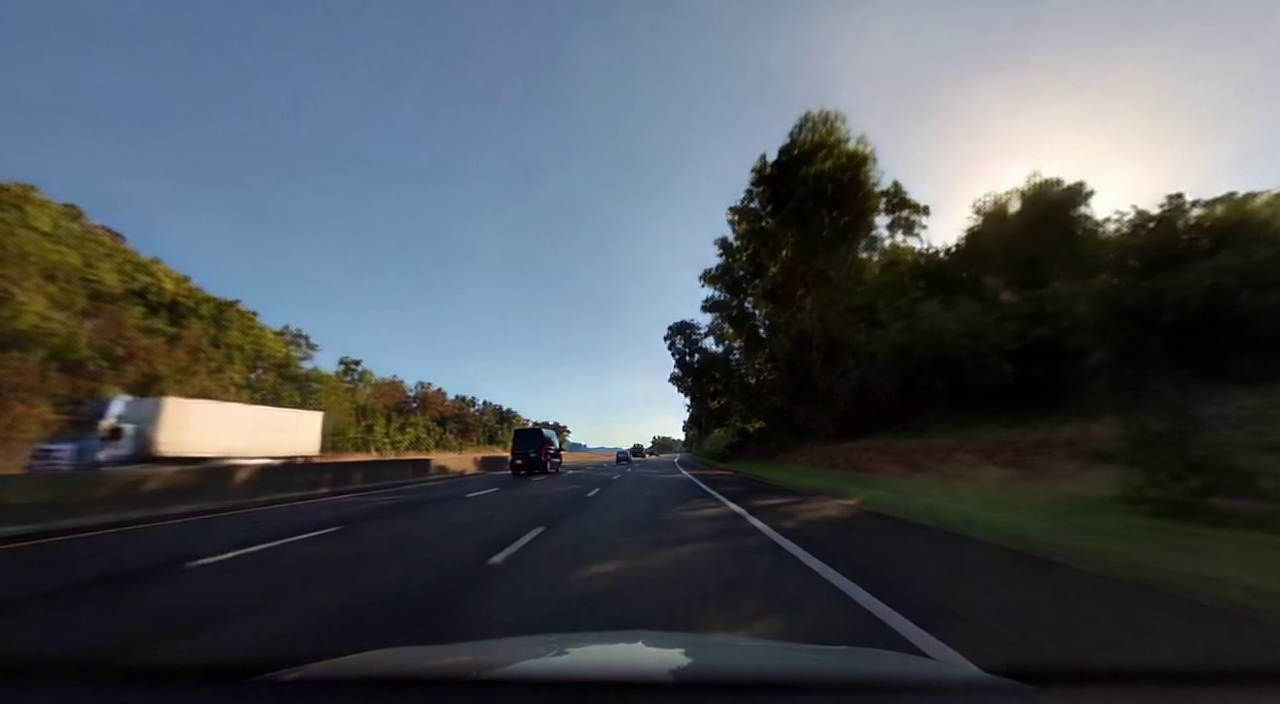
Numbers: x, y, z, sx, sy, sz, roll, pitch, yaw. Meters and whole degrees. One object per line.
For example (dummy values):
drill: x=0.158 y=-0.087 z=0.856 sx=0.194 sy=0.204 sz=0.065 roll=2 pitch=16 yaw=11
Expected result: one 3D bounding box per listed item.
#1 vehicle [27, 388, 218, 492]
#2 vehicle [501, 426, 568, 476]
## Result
vehicle: x=-22.169 y=3.870 z=27.598 sx=2.970 sy=4.003 sz=5.894 roll=-1 pitch=-9 yaw=2
vehicle: x=-5.695 y=5.494 z=34.958 sx=2.449 sy=2.471 sz=6.130 roll=-1 pitch=-9 yaw=2
